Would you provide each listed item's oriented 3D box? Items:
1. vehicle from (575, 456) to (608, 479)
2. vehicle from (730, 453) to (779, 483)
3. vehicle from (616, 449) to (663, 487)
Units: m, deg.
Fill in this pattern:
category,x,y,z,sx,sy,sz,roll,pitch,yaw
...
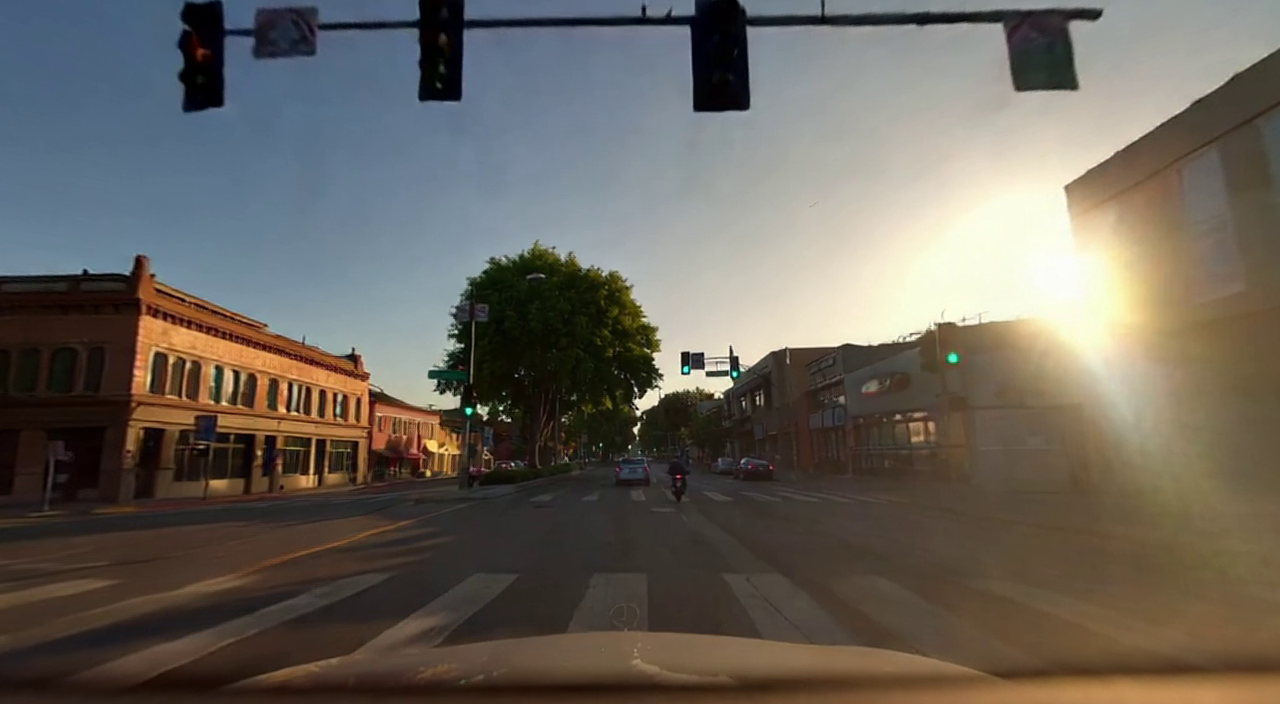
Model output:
category,x,y,z,sx,sy,sz,roll,pitch,yaw
vehicle,-3.388,8.164,44.770,2.014,1.470,4.552,0,-8,-1
vehicle,6.728,6.893,37.705,2.069,1.590,4.066,0,-8,-1
vehicle,-0.072,5.862,32.291,2.223,1.775,4.250,0,-8,-1
